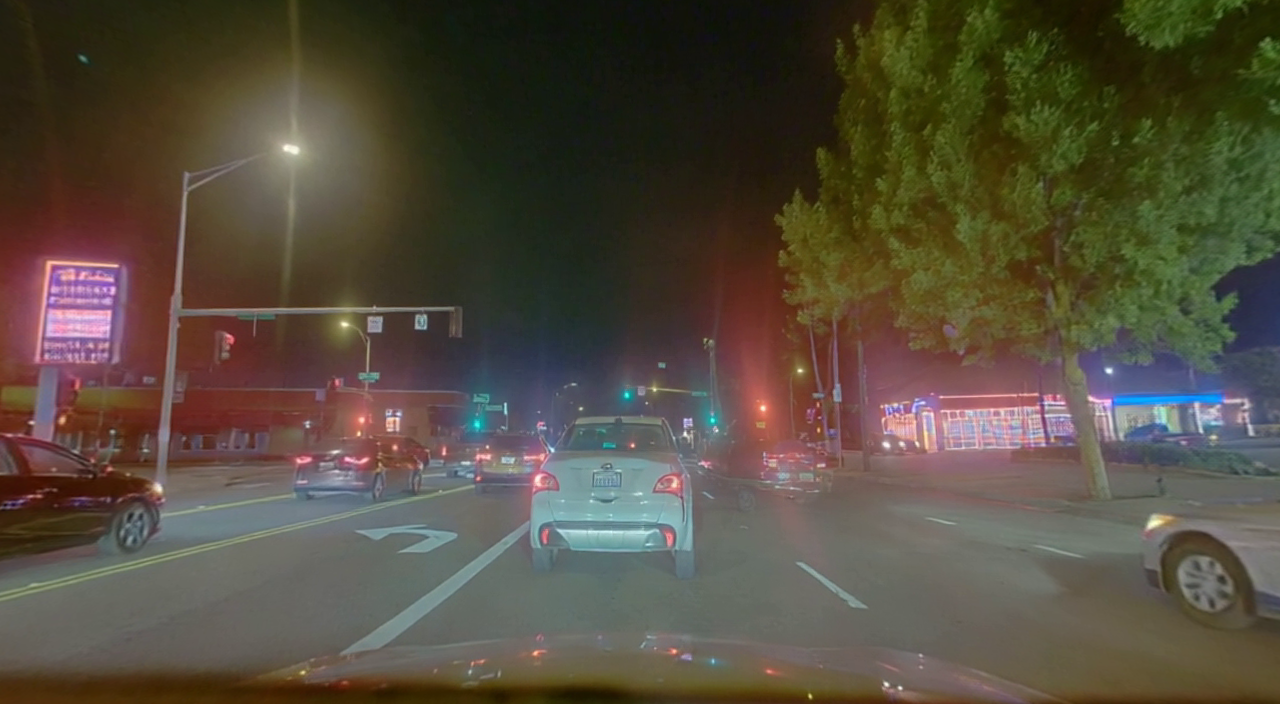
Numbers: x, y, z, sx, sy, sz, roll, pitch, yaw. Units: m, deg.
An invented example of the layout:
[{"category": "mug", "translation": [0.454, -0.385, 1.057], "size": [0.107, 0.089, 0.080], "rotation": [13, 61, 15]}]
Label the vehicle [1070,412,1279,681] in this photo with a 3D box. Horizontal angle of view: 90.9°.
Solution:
[{"category": "vehicle", "translation": [5.140, 0.992, 2.913], "size": [1.957, 1.490, 4.718], "rotation": [5, -10, -30]}]

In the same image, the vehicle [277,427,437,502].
[{"category": "vehicle", "translation": [-7.074, 2.858, 16.418], "size": [1.941, 1.655, 4.503], "rotation": [0, -8, 2]}]

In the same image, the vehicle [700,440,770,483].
[{"category": "vehicle", "translation": [3.427, 4.043, 23.512], "size": [2.023, 1.441, 4.240], "rotation": [0, -8, 1]}]

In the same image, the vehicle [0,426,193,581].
[{"category": "vehicle", "translation": [-6.982, 1.486, 6.295], "size": [1.831, 1.451, 4.382], "rotation": [0, -8, 0]}]

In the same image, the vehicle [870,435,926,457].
[{"category": "vehicle", "translation": [20.099, 7.325, 49.039], "size": [4.361, 1.653, 2.034], "rotation": [6, -11, -37]}]

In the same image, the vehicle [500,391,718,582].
[{"category": "vehicle", "translation": [-0.310, 1.597, 8.234], "size": [2.064, 1.817, 4.298], "rotation": [0, -8, -1]}]

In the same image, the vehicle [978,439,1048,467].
[{"category": "vehicle", "translation": [20.104, 5.404, 33.921], "size": [3.836, 1.443, 1.694], "rotation": [5, -10, -35]}]
